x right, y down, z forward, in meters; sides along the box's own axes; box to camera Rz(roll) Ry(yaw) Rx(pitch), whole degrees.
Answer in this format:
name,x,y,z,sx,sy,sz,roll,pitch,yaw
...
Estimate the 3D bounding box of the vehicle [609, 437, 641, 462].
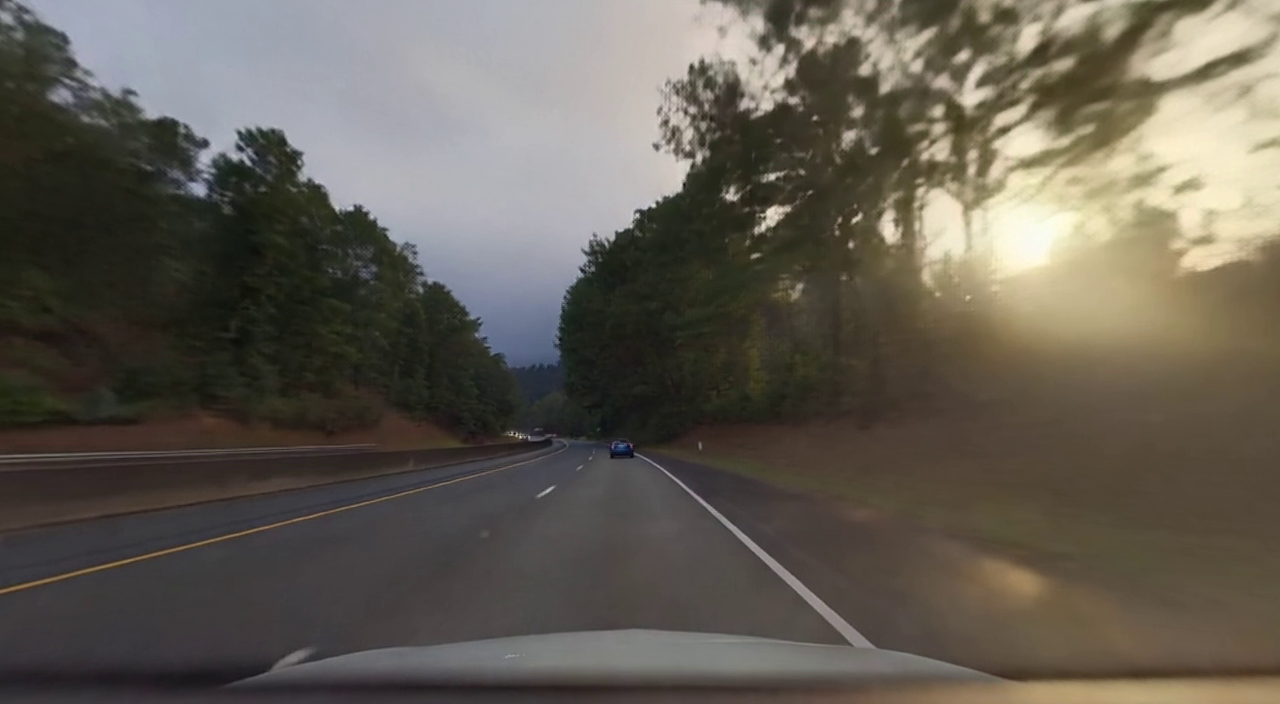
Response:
name,x,y,z,sx,sy,sz,roll,pitch,yaw
vehicle,-1.027,6.342,41.186,2.004,1.515,3.968,0,-8,-3
